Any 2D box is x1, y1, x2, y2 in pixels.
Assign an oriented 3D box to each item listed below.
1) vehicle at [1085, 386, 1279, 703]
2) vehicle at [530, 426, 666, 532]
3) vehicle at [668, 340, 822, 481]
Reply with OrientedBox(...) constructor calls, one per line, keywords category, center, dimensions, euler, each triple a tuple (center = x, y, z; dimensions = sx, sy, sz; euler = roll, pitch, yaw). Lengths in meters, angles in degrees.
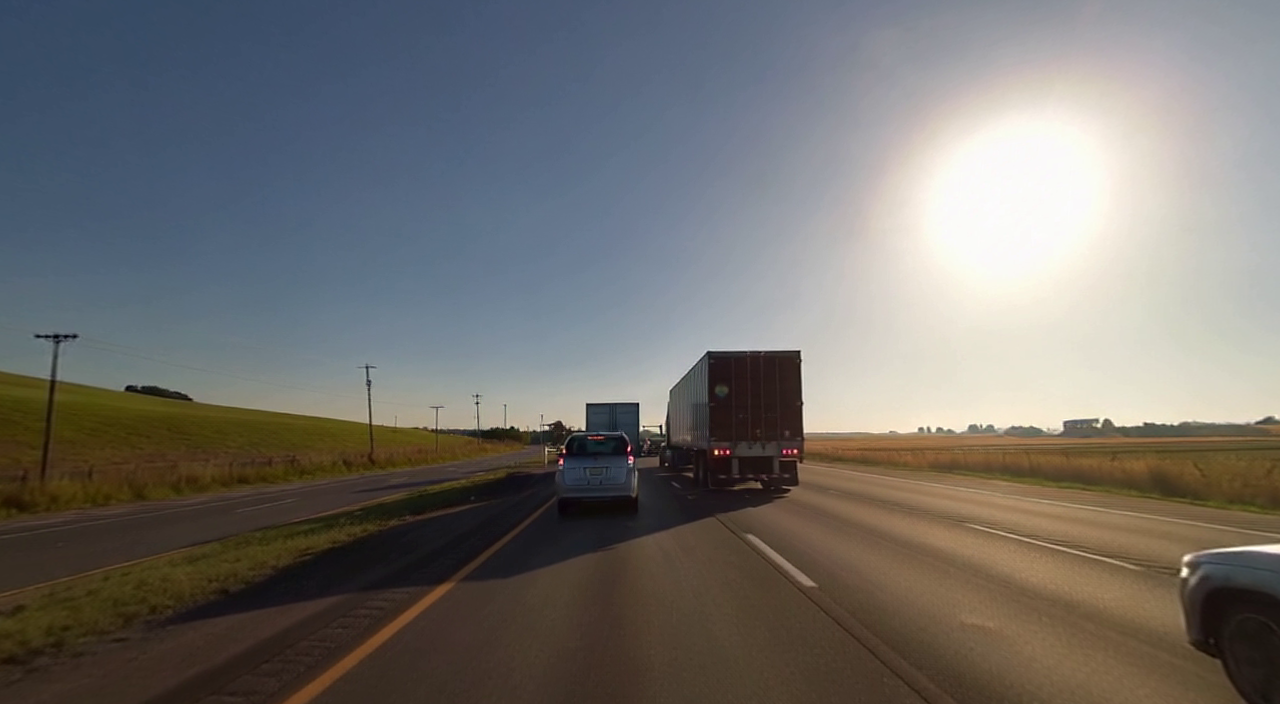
OrientedBox(category="vehicle", center=(3.580, 0.710, 1.253), dimensions=(1.960, 1.515, 4.713), euler=(0, -8, 1))
OrientedBox(category="vehicle", center=(-0.653, 2.177, 11.393), dimensions=(2.009, 1.554, 4.013), euler=(0, -8, -1))
OrientedBox(category="vehicle", center=(3.533, 2.927, 27.520), dimensions=(3.591, 4.290, 16.696), euler=(0, -8, -1))
